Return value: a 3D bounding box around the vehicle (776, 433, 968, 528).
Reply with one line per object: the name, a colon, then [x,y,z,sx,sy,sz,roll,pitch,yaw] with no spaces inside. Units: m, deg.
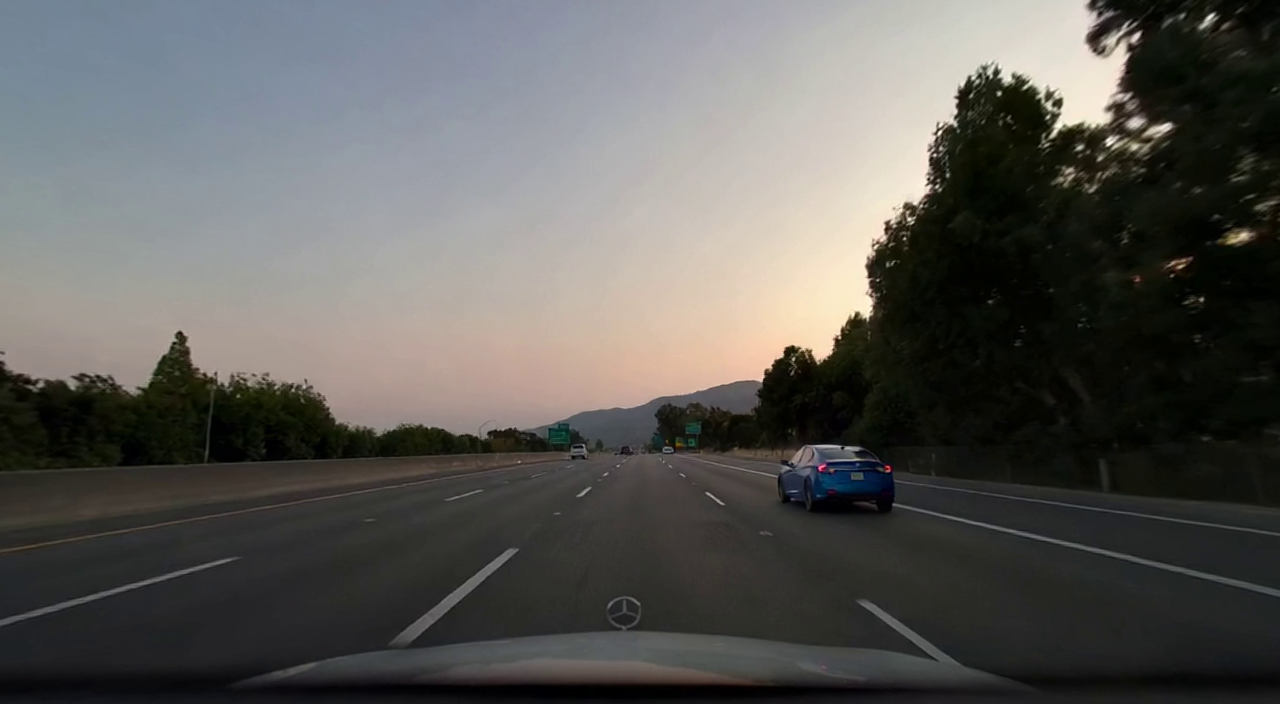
vehicle: [4.185,2.393,12.290,2.033,1.501,4.398,0,-9,0]
